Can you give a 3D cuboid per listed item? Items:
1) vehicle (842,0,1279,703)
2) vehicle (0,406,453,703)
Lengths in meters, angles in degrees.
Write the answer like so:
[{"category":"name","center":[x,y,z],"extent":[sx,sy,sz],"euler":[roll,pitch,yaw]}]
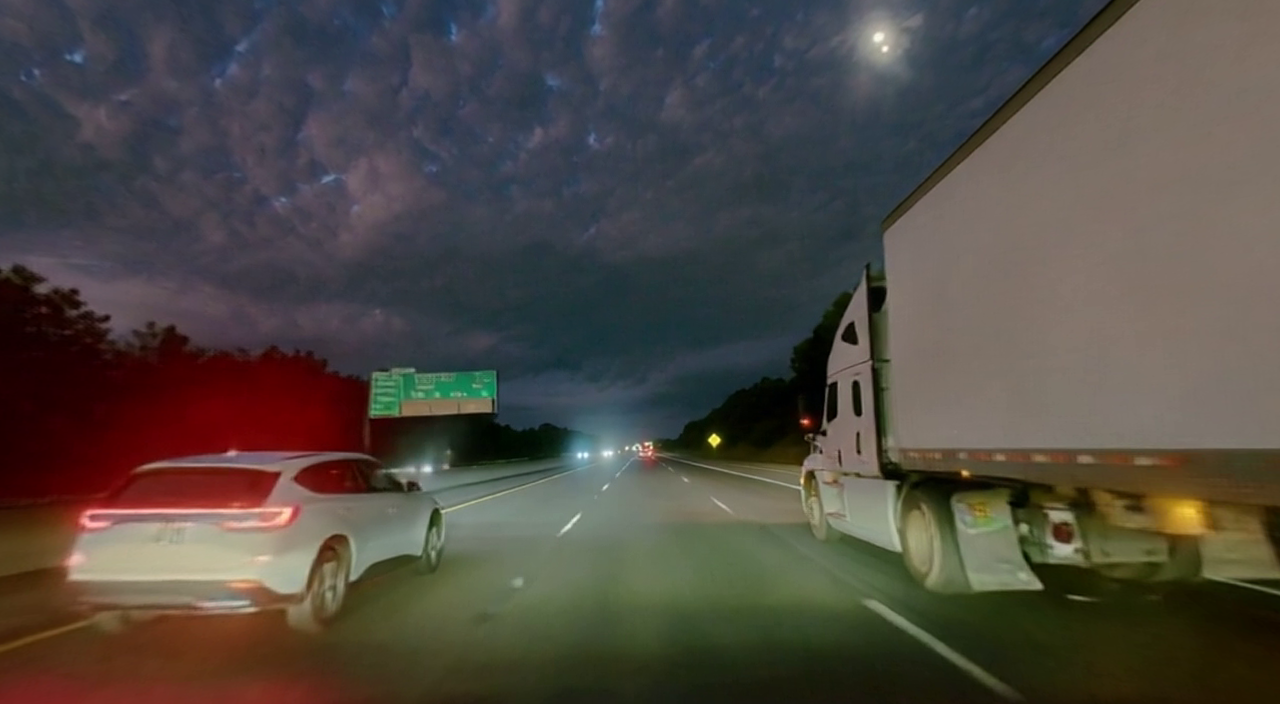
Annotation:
[{"category":"vehicle","center":[3.759,-0.042,3.611],"extent":[3.010,3.907,5.999],"euler":[0,-9,-1]},{"category":"vehicle","center":[-3.249,1.348,5.029],"extent":[2.054,1.475,4.708],"euler":[0,-9,0]}]
